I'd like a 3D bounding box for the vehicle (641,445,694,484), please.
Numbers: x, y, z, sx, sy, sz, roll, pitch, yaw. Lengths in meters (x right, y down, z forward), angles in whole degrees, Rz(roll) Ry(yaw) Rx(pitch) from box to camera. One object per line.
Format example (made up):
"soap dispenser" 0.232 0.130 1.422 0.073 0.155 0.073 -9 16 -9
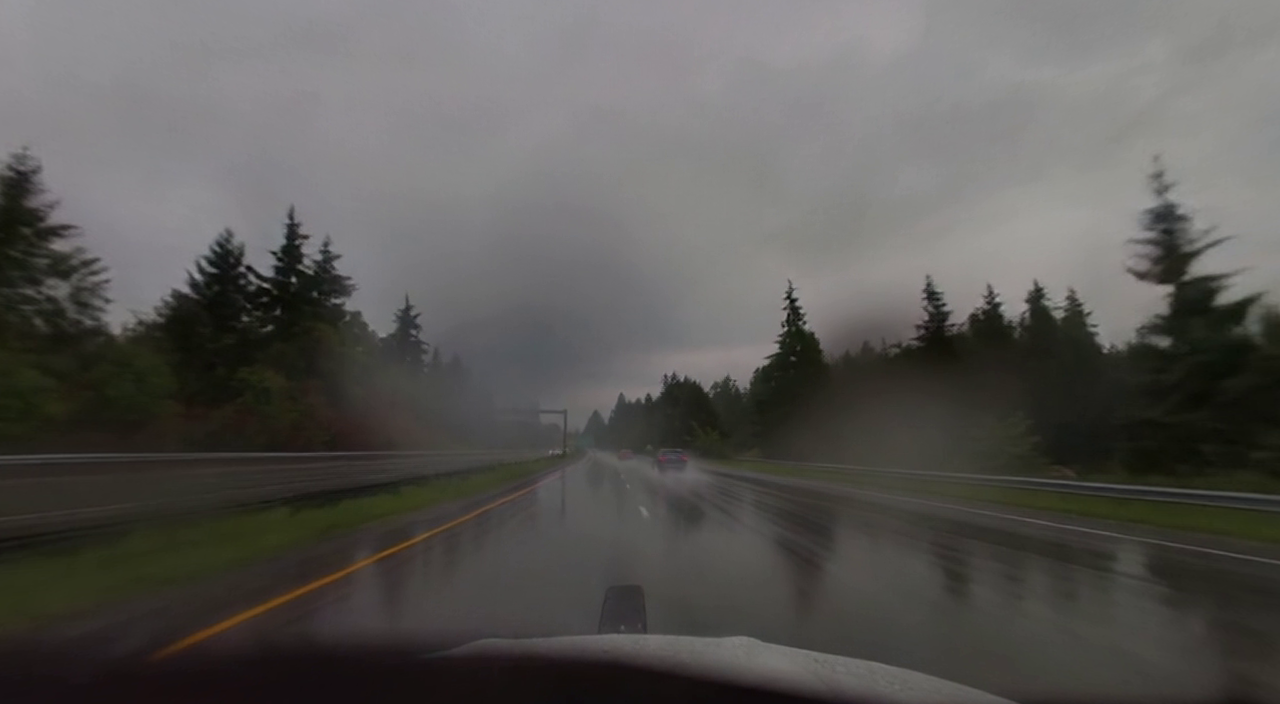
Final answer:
"vehicle" 1.162 4.983 28.126 2.011 1.590 3.607 0 -9 -3
